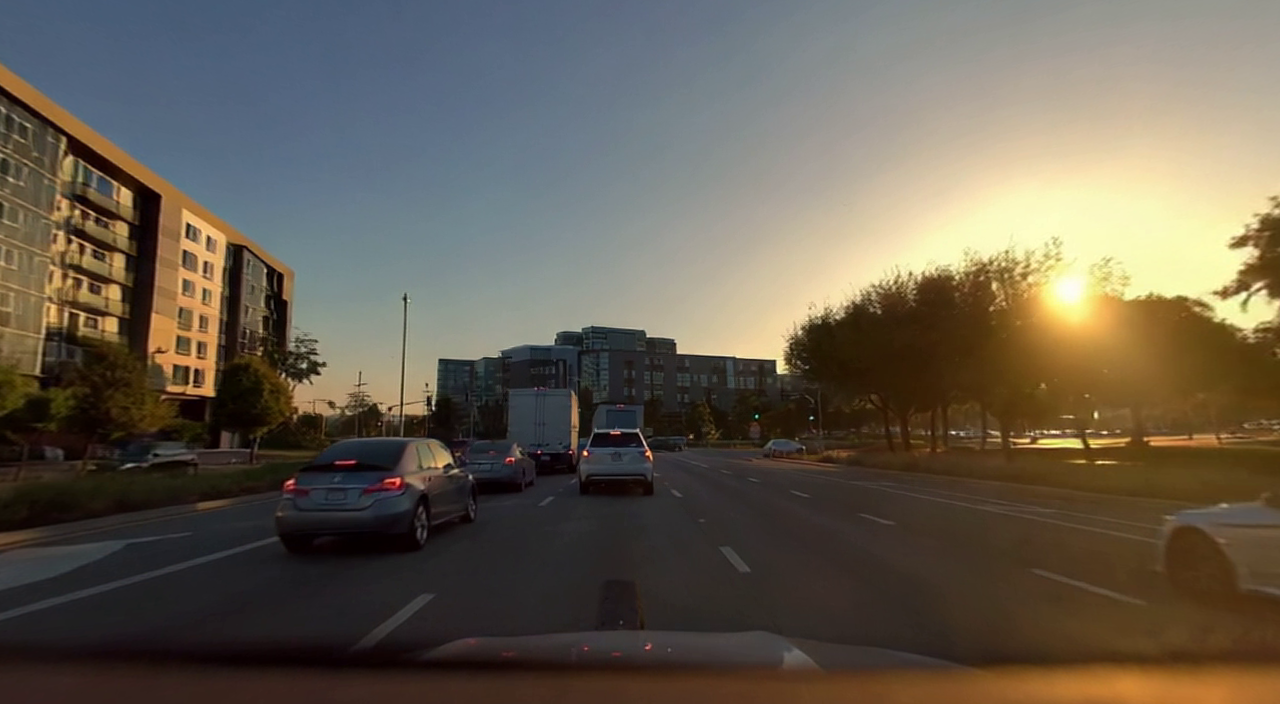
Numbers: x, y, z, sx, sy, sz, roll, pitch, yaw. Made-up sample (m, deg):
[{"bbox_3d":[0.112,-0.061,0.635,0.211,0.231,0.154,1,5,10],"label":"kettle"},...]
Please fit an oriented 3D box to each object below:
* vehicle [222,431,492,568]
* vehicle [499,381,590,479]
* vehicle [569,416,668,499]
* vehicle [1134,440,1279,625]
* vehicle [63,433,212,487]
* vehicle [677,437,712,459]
[{"bbox_3d":[-3.569,1.905,9.029,1.904,1.460,4.300,0,-8,-1],"label":"vehicle"},{"bbox_3d":[-4.192,3.945,30.993,2.918,3.741,13.683,0,-8,-2],"label":"vehicle"},{"bbox_3d":[-0.567,2.734,16.764,2.260,1.872,4.578,0,-8,-2],"label":"vehicle"},{"bbox_3d":[6.037,1.249,3.835,2.077,1.424,4.869,0,-8,-1],"label":"vehicle"},{"bbox_3d":[-19.014,4.069,24.244,2.089,1.861,4.615,0,-8,-4],"label":"vehicle"},{"bbox_3d":[3.955,7.052,46.556,1.967,1.480,4.286,1,-8,-4],"label":"vehicle"}]
